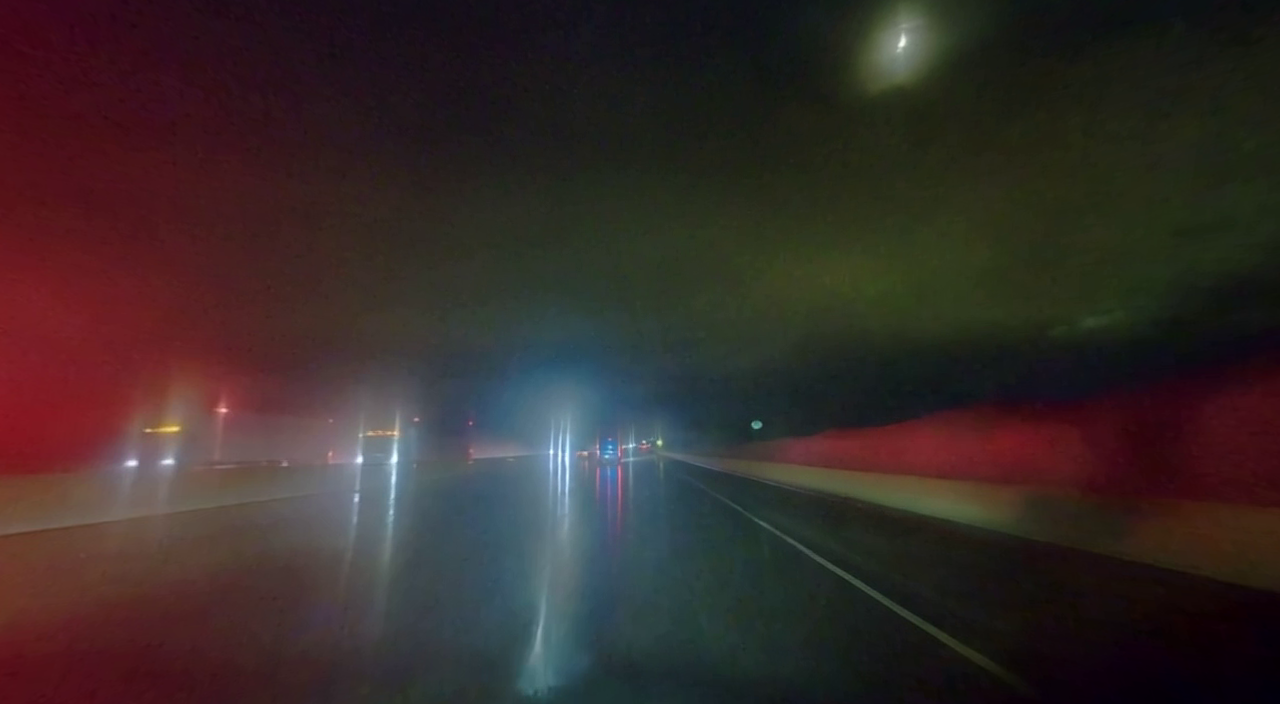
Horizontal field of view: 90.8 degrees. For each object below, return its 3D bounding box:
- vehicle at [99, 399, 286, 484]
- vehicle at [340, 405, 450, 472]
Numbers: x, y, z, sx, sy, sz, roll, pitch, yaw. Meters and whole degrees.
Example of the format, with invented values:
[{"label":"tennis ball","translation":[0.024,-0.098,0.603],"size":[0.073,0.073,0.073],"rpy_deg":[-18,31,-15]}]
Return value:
[{"label":"vehicle","translation":[-23.103,4.819,33.542],"size":[3.029,3.844,9.059],"rpy_deg":[0,-9,1]},{"label":"vehicle","translation":[-15.826,5.845,41.923],"size":[3.075,3.898,10.038],"rpy_deg":[0,-9,1]}]
